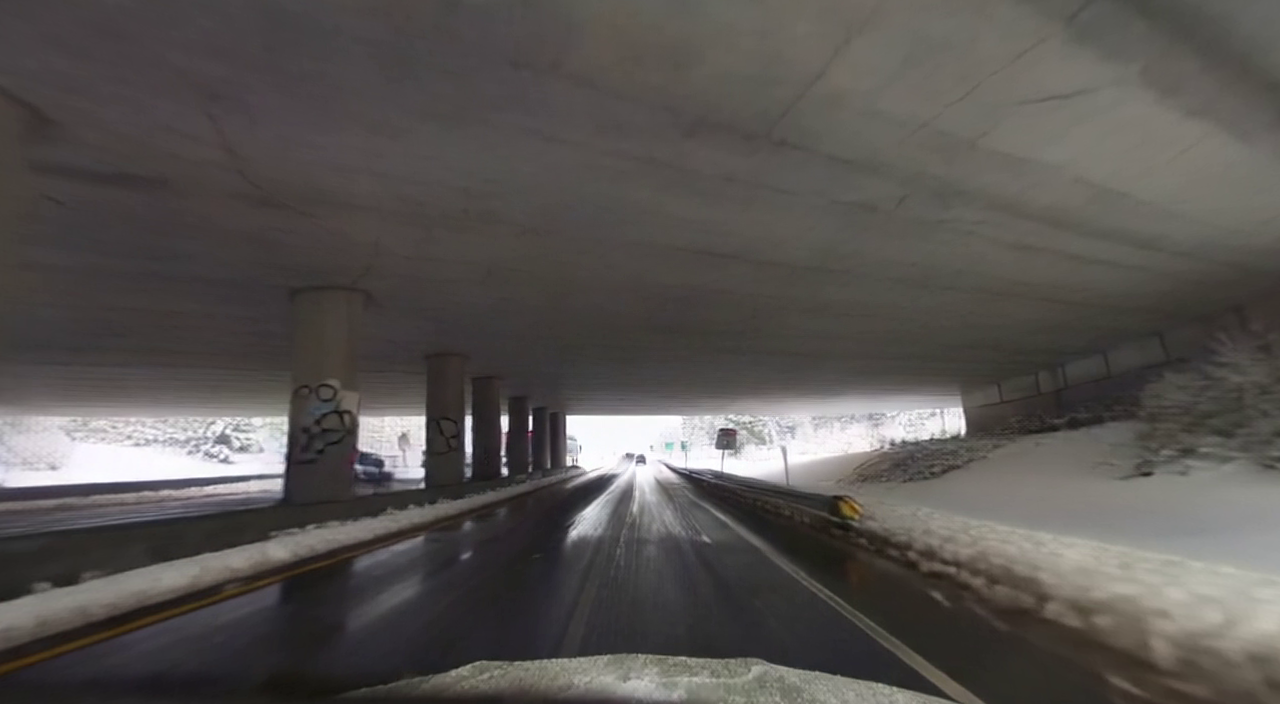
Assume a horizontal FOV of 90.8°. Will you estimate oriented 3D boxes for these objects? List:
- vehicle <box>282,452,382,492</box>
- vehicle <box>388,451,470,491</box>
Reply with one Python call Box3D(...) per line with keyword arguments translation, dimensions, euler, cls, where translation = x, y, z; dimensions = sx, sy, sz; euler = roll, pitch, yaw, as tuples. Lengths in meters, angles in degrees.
Box3D(translation=(-13.607, 5.303, 28.264), dimensions=(2.059, 1.615, 4.688), euler=(0, -9, 0), cls="vehicle")
Box3D(translation=(-9.159, 5.184, 27.871), dimensions=(1.979, 1.600, 4.516), euler=(0, -9, 1), cls="vehicle")
